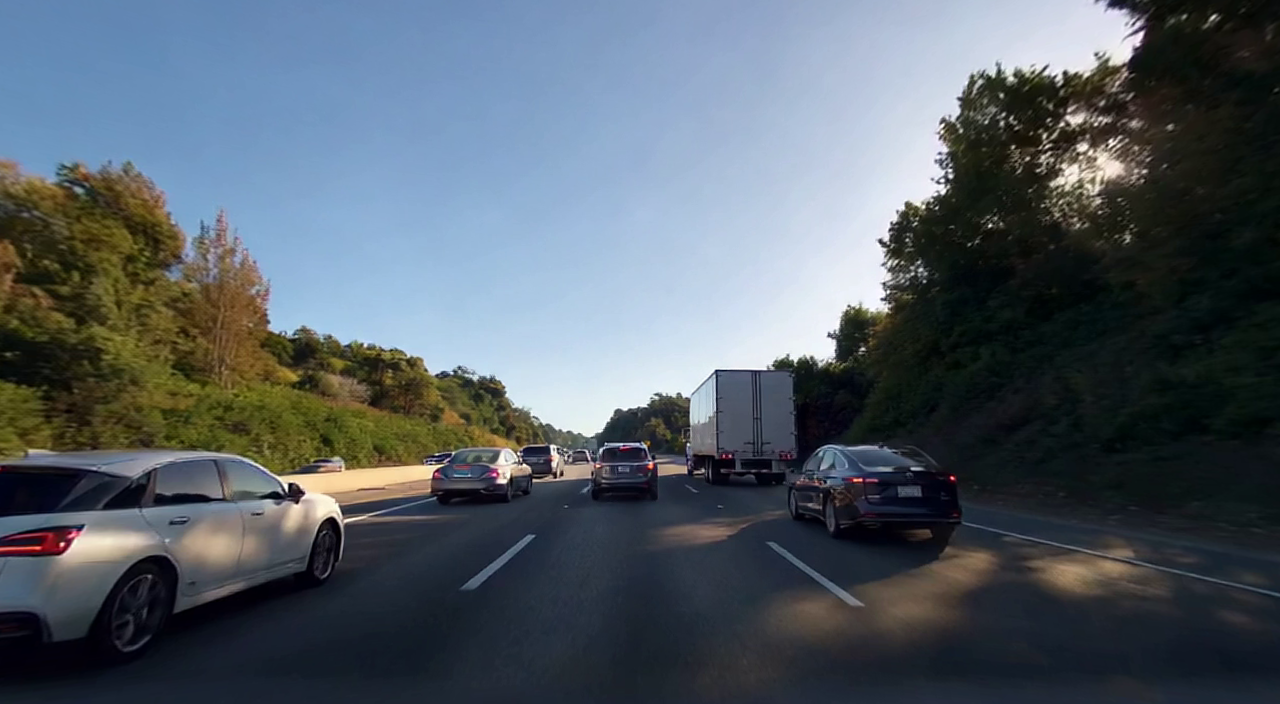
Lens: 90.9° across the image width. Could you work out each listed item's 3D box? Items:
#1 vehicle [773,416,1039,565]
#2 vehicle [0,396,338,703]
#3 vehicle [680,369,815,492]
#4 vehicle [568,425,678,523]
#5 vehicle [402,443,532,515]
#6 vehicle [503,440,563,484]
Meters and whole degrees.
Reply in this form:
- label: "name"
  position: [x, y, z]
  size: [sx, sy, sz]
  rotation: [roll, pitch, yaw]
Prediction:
- label: "vehicle"
  position: [3.672, 2.009, 9.906]
  size: [2.076, 1.751, 4.666]
  rotation: [0, -9, -1]
- label: "vehicle"
  position: [-4.290, 1.309, 5.012]
  size: [1.789, 1.620, 3.841]
  rotation: [0, -9, 1]
- label: "vehicle"
  position: [4.098, 3.807, 28.976]
  size: [3.186, 4.111, 15.553]
  rotation: [0, -9, -1]
- label: "vehicle"
  position: [-0.324, 2.599, 13.866]
  size: [2.037, 1.792, 4.194]
  rotation: [0, -9, 0]
- label: "vehicle"
  position: [-4.034, 3.031, 15.534]
  size: [1.923, 1.503, 4.293]
  rotation: [0, -9, 1]
- label: "vehicle"
  position: [-4.655, 4.856, 28.000]
  size: [1.959, 1.808, 3.790]
  rotation: [0, -9, 1]
